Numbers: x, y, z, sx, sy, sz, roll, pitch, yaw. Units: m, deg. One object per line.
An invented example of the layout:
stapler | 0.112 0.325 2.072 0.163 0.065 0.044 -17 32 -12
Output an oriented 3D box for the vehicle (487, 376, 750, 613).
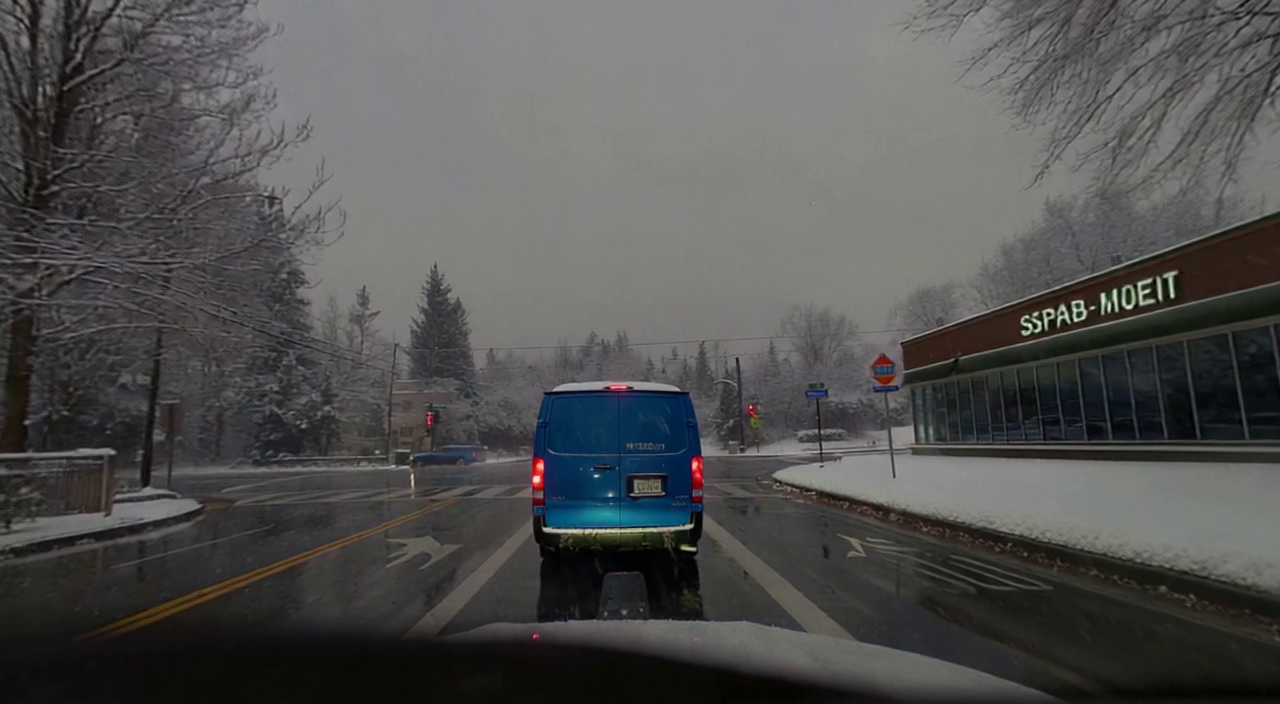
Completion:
vehicle | -0.296 1.478 7.297 2.181 1.949 3.932 1 -9 -4
